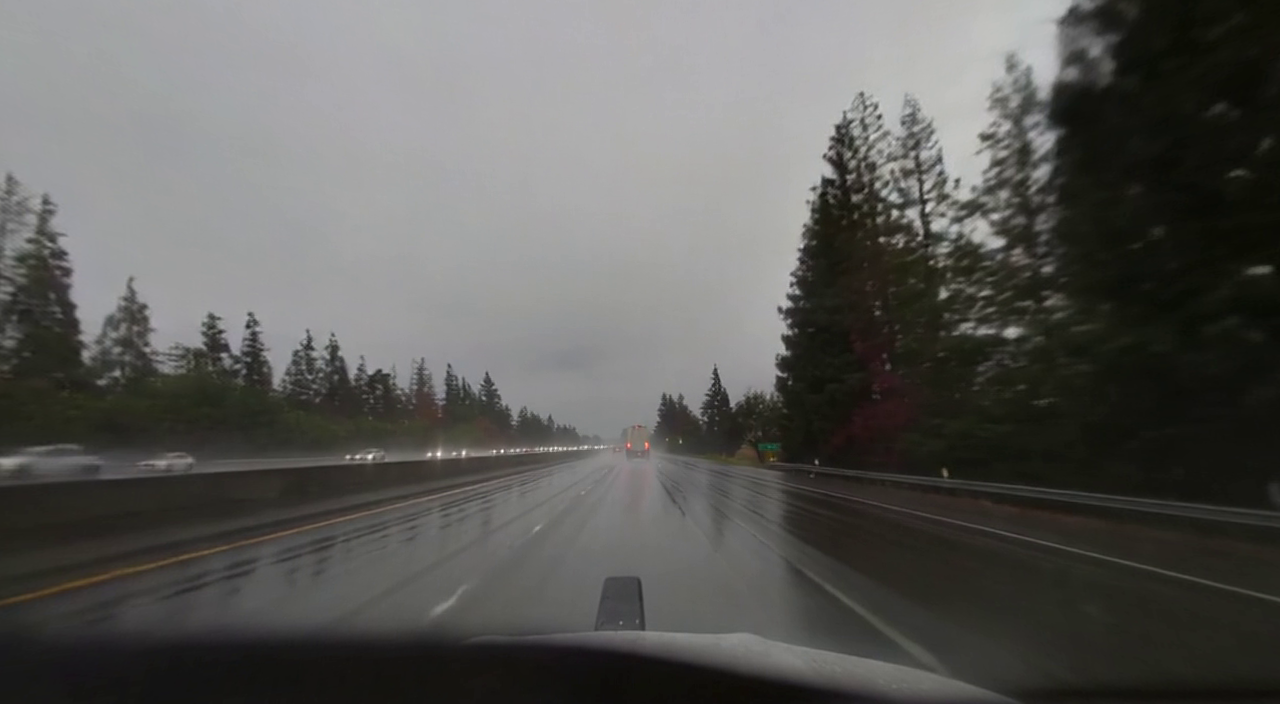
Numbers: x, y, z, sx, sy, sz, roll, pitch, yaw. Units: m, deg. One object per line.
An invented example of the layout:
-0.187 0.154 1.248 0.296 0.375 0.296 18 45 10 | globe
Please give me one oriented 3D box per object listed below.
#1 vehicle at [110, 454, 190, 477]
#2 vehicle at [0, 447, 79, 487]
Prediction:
-32.106 7.423 41.535 1.733 1.416 4.414 0 -9 0 | vehicle
-28.292 5.102 28.210 1.943 1.700 4.869 0 -9 0 | vehicle
